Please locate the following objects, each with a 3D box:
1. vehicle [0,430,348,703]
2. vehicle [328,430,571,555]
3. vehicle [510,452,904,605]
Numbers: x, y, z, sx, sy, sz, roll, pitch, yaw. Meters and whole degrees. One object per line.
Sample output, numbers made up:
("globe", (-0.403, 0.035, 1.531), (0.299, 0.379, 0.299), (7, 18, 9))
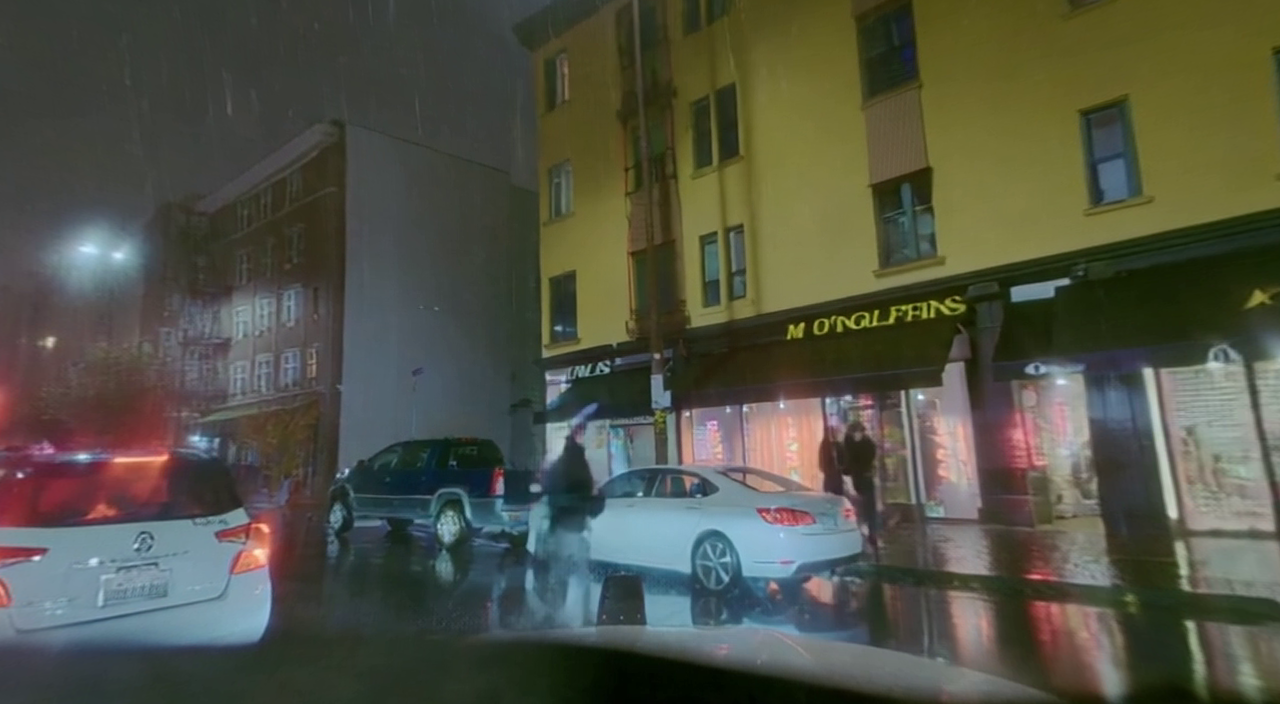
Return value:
("vehicle", (-4.033, 1.320, 4.372), (4.330, 1.458, 1.932), (-7, -11, 40))
("vehicle", (-3.612, 2.424, 11.653), (4.580, 1.853, 1.862), (-7, -11, 36))
("vehicle", (0.668, 2.064, 8.338), (4.830, 1.421, 1.826), (-6, -10, 35))
